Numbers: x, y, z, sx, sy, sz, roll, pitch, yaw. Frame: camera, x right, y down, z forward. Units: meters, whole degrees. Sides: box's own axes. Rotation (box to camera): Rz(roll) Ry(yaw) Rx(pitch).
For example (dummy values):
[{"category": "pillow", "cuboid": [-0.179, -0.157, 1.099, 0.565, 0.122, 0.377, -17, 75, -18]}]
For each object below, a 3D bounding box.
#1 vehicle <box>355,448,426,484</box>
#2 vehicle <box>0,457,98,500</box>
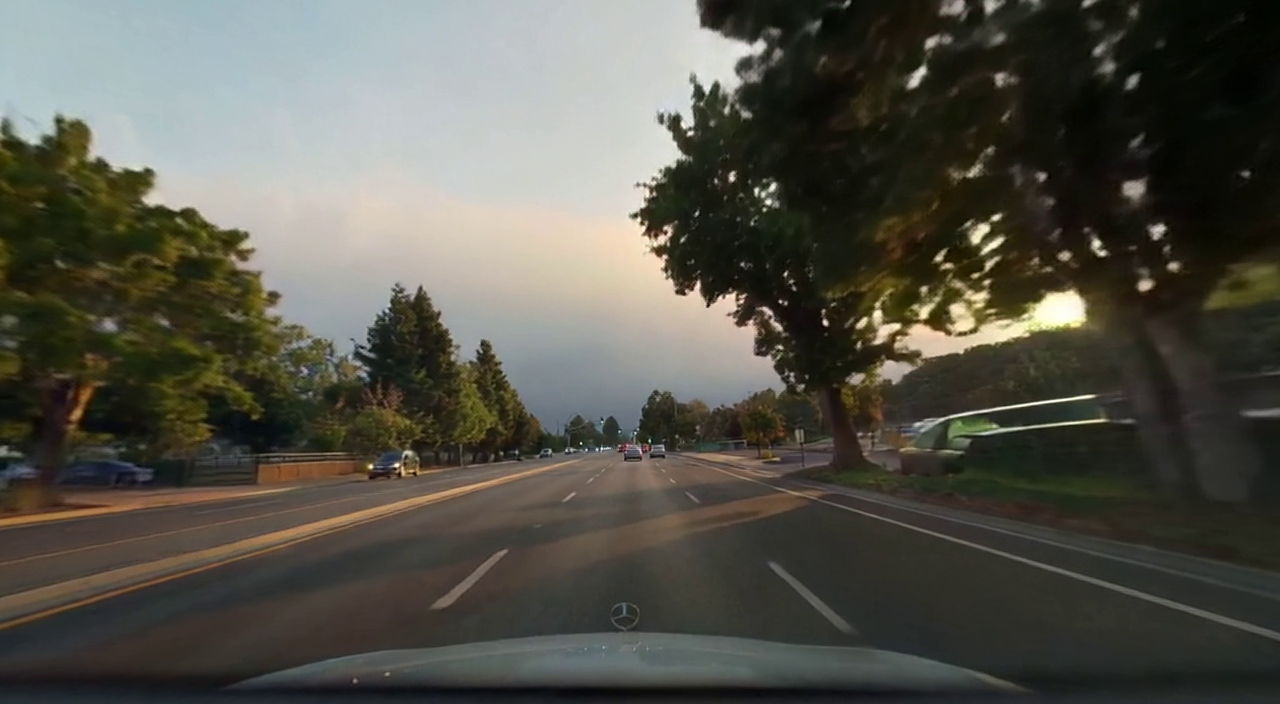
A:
[{"category": "vehicle", "cuboid": [-14.731, 6.718, 37.657, 2.055, 1.742, 5.503, -4, -8, 0]}, {"category": "vehicle", "cuboid": [-24.534, 5.041, 25.349, 3.658, 1.605, 1.985, 0, -9, 0]}]
